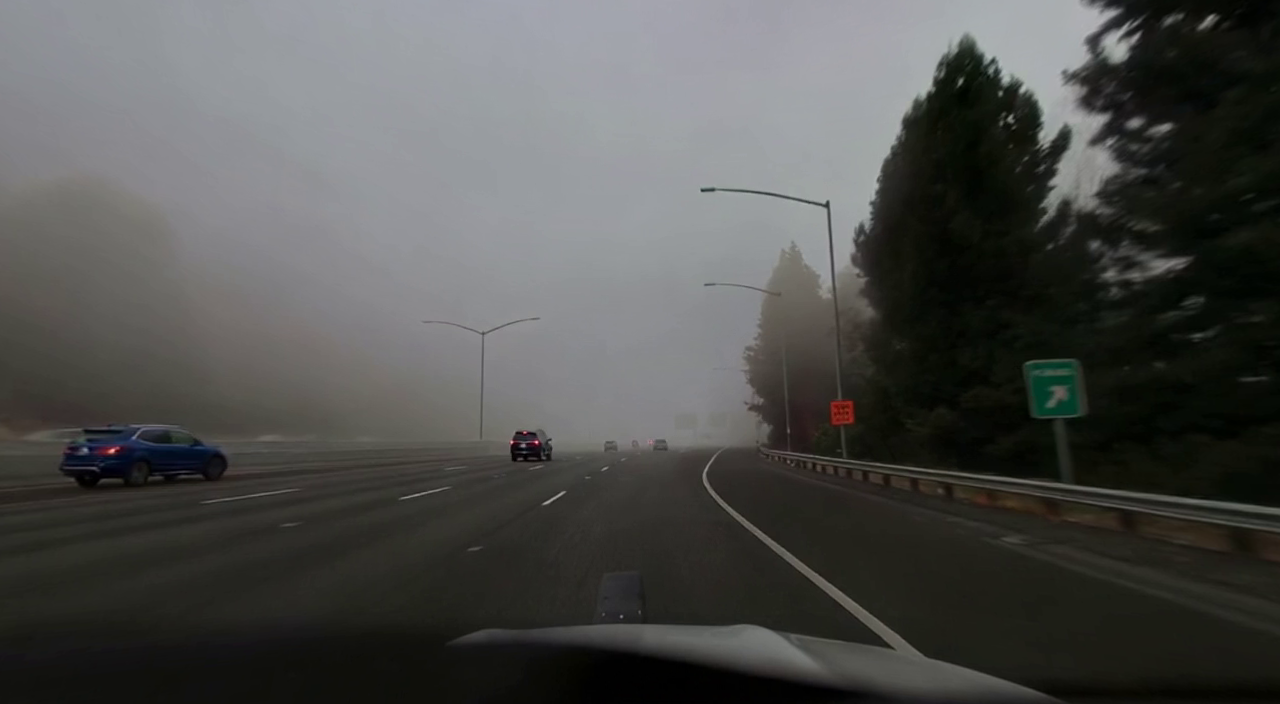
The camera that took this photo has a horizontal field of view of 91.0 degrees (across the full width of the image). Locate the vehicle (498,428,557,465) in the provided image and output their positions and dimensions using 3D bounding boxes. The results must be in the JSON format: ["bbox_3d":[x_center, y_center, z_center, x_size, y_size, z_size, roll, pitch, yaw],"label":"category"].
[{"bbox_3d":[-6.272,5.361,35.658,2.219,1.947,4.924,0,-9,2],"label":"vehicle"}]

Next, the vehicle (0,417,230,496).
[{"bbox_3d":[-13.845,2.787,17.048,2.079,1.822,4.893,0,-9,1],"label":"vehicle"}]
